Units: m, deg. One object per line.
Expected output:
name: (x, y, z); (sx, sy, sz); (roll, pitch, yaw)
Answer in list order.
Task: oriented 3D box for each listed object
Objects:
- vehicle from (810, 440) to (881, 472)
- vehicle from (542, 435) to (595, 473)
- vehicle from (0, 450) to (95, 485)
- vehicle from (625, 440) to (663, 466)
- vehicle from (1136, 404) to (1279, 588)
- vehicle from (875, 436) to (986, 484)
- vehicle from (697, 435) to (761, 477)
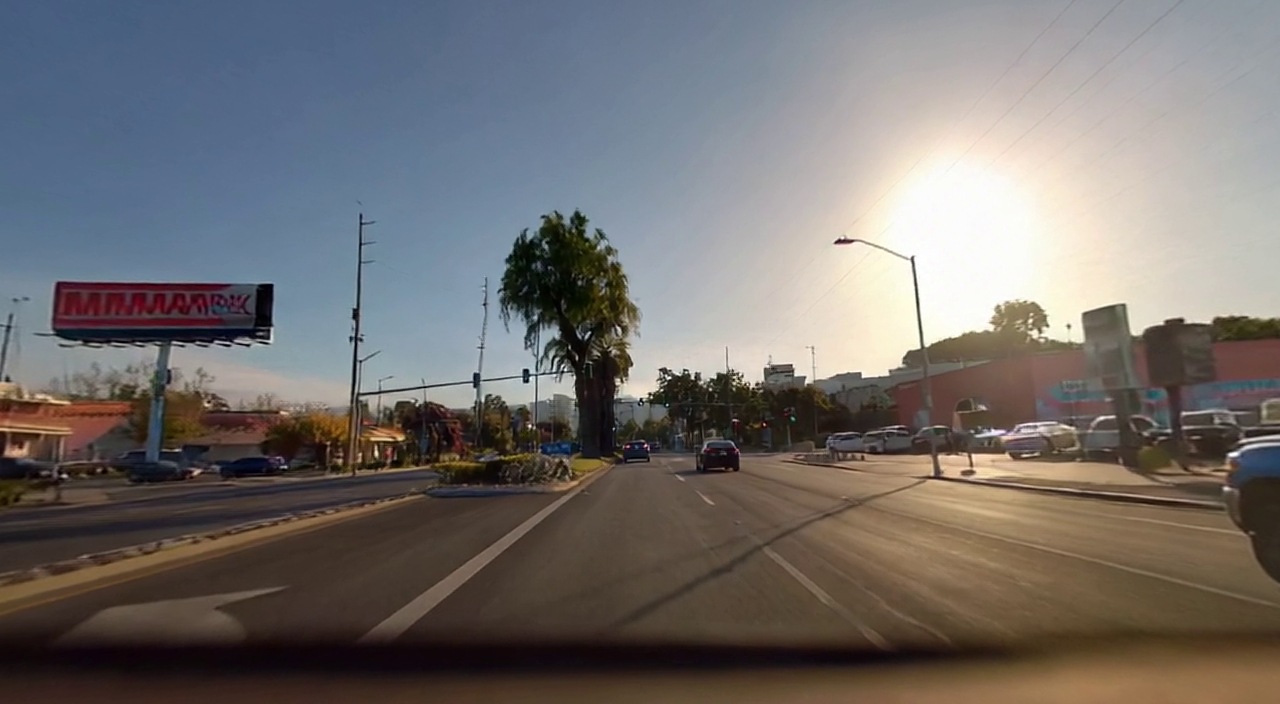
vehicle: (10.485, 5.341, 32.655); (1.957, 1.500, 4.816); (0, -9, -1)
vehicle: (-3.440, 5.043, 31.364); (2.117, 1.751, 4.478); (0, -9, 0)
vehicle: (-35.675, 6.735, 37.054); (5.329, 1.893, 2.122); (8, -12, -42)
vehicle: (0.227, 6.274, 39.384); (2.258, 1.468, 4.076); (0, -9, -1)
vehicle: (6.710, 1.091, 4.389); (2.140, 1.606, 5.437); (0, -9, 0)
vehicle: (10.518, 3.950, 23.314); (1.965, 1.573, 4.308); (0, -9, -1)
vehicle: (3.507, 4.222, 25.744); (1.889, 1.541, 4.303); (0, -9, -2)
